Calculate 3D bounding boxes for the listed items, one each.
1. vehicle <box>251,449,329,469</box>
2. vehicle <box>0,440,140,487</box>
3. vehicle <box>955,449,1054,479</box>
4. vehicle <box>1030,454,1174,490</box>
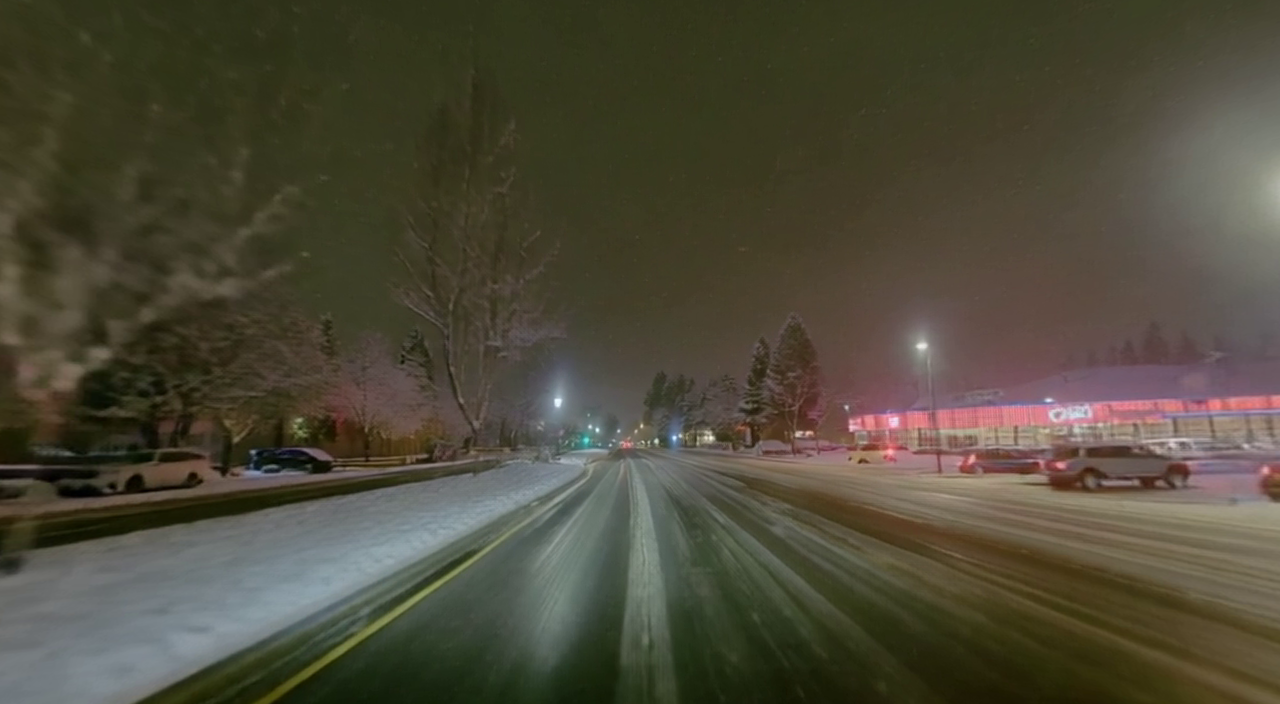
[{"bbox_3d":[-26.934,8.237,48.729,4.777,1.469,1.937,1,-9,-6],"label":"vehicle"},{"bbox_3d":[-26.117,4.880,28.173,2.356,1.853,6.402,0,-8,1],"label":"vehicle"},{"bbox_3d":[20.740,6.363,36.078,4.423,1.633,2.010,0,-9,-1],"label":"vehicle"},{"bbox_3d":[20.188,5.240,27.774,4.764,1.455,1.832,-1,-9,3],"label":"vehicle"}]
